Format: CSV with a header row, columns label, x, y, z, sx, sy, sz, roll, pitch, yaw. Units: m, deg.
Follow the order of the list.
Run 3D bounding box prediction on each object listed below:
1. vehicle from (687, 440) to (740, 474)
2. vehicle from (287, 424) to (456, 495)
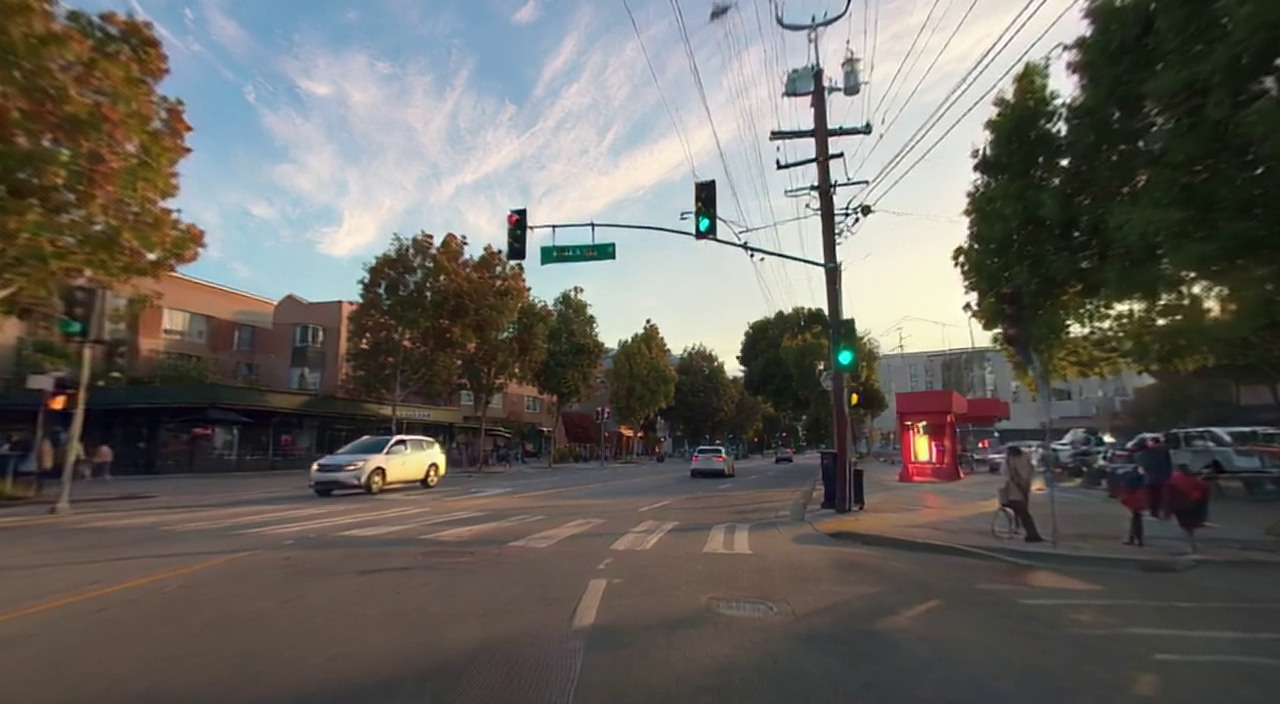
label,x,y,z,sx,sy,sz,roll,pitch,yaw
vehicle,4.162,5.793,34.984,2.101,1.721,4.364,-2,-9,18
vehicle,-7.207,2.950,17.606,2.017,1.684,4.483,-1,-9,13
